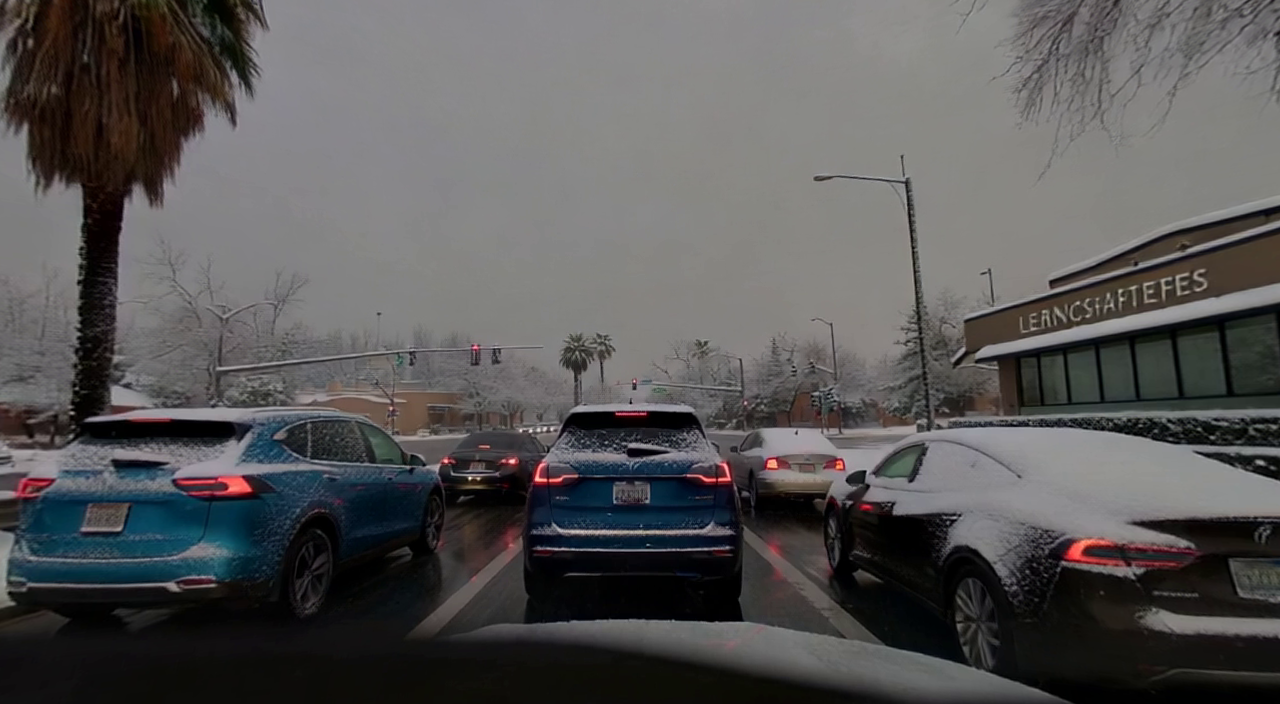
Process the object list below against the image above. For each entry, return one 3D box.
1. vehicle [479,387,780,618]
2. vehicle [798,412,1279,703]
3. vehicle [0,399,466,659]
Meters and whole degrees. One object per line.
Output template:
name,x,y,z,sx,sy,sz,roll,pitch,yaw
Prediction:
vehicle,-0.136,1.465,7.063,2.280,1.747,4.361,0,-8,-2
vehicle,2.961,1.371,5.259,2.017,1.491,4.611,0,-8,-1
vehicle,-3.355,1.381,6.049,2.014,1.534,4.455,0,-8,1
